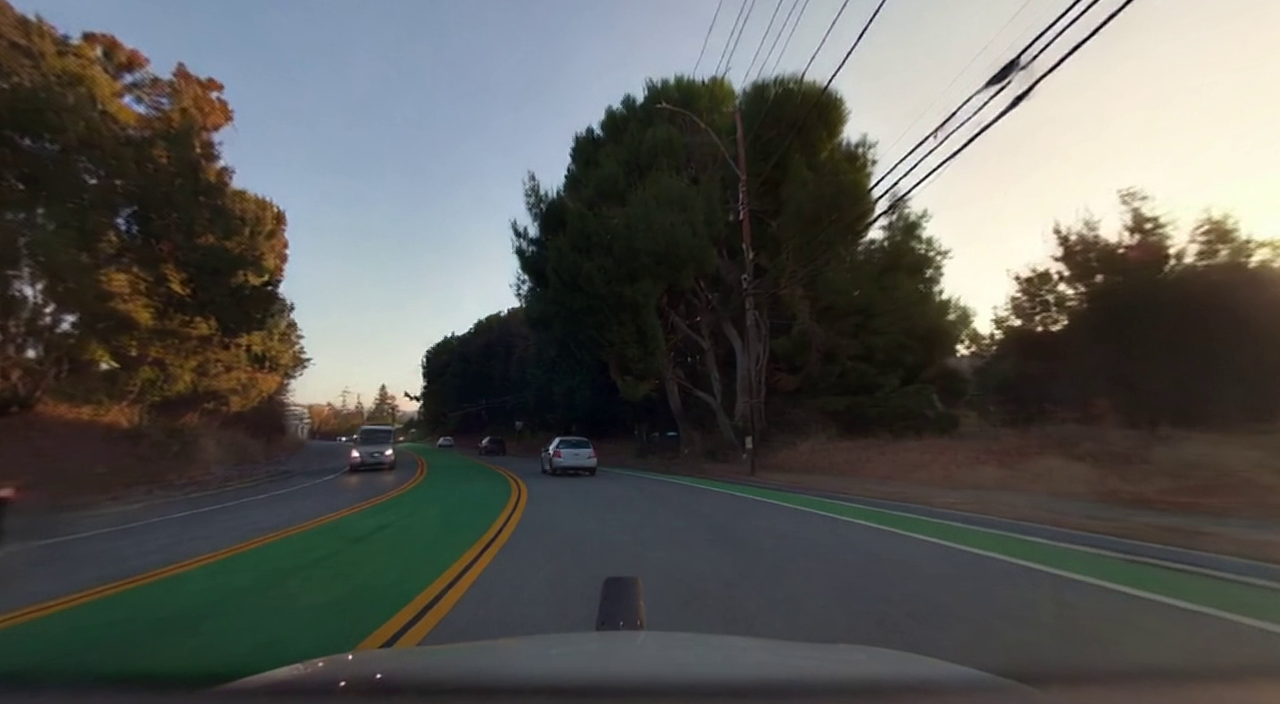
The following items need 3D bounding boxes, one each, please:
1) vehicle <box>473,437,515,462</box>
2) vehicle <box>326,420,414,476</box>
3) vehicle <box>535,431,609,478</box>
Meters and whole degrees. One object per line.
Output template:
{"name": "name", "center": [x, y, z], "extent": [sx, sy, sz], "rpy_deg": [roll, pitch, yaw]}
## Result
{"name": "vehicle", "center": [-10.601, 7.022, 45.658], "extent": [2.075, 1.699, 4.520], "rpy_deg": [4, -9, -23]}
{"name": "vehicle", "center": [-10.995, 3.989, 26.293], "extent": [2.524, 2.051, 5.963], "rpy_deg": [2, -9, -15]}
{"name": "vehicle", "center": [-2.951, 4.287, 26.606], "extent": [2.140, 1.767, 4.720], "rpy_deg": [3, -9, -18]}
